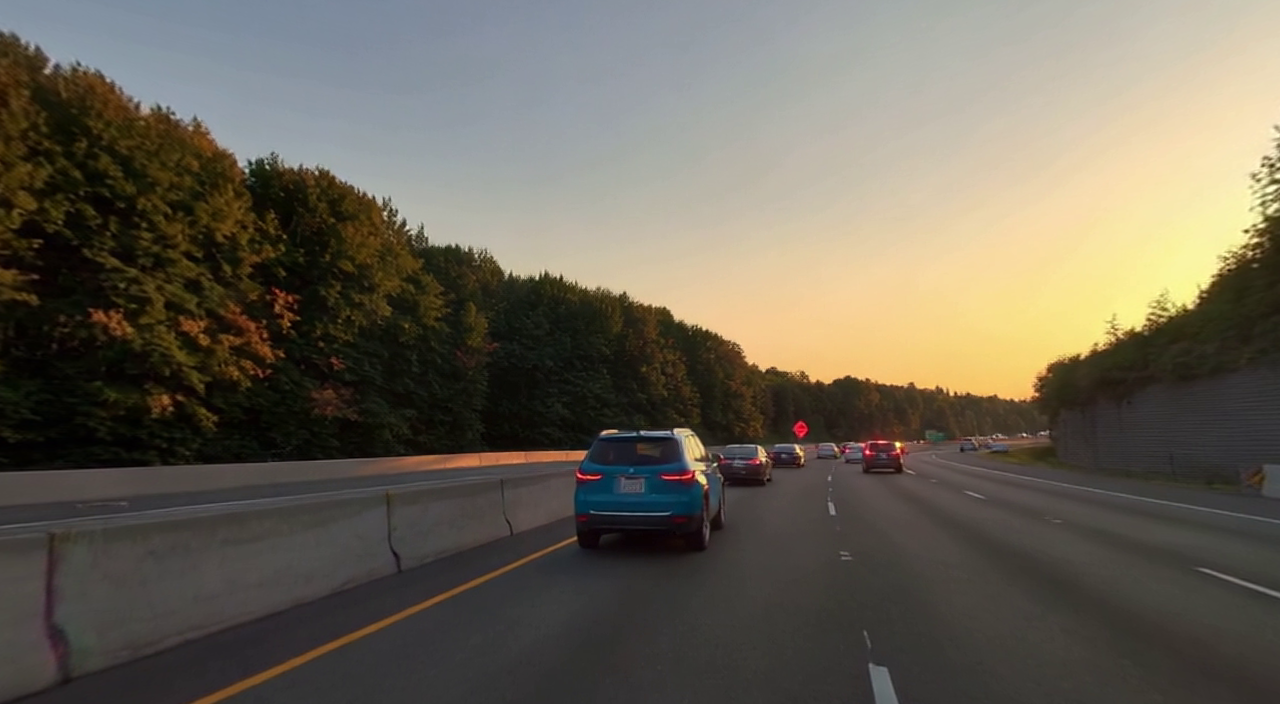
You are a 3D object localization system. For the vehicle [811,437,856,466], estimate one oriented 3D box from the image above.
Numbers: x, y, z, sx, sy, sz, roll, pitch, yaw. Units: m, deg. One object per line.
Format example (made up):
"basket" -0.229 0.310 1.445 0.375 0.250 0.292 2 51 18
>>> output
"vehicle" 11.317 5.825 37.097 1.857 1.584 3.976 -1 -8 7

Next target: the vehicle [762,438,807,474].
"vehicle" 6.339 4.545 27.685 1.755 1.457 3.686 -2 -8 13

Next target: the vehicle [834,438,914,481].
"vehicle" 8.594 3.953 23.501 1.962 1.442 4.536 -1 -8 10

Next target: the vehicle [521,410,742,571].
"vehicle" 0.182 1.740 8.741 2.021 1.635 4.085 -2 -8 14

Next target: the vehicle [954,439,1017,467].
"vehicle" 19.757 5.741 36.157 1.990 1.478 4.475 -2 -8 14
